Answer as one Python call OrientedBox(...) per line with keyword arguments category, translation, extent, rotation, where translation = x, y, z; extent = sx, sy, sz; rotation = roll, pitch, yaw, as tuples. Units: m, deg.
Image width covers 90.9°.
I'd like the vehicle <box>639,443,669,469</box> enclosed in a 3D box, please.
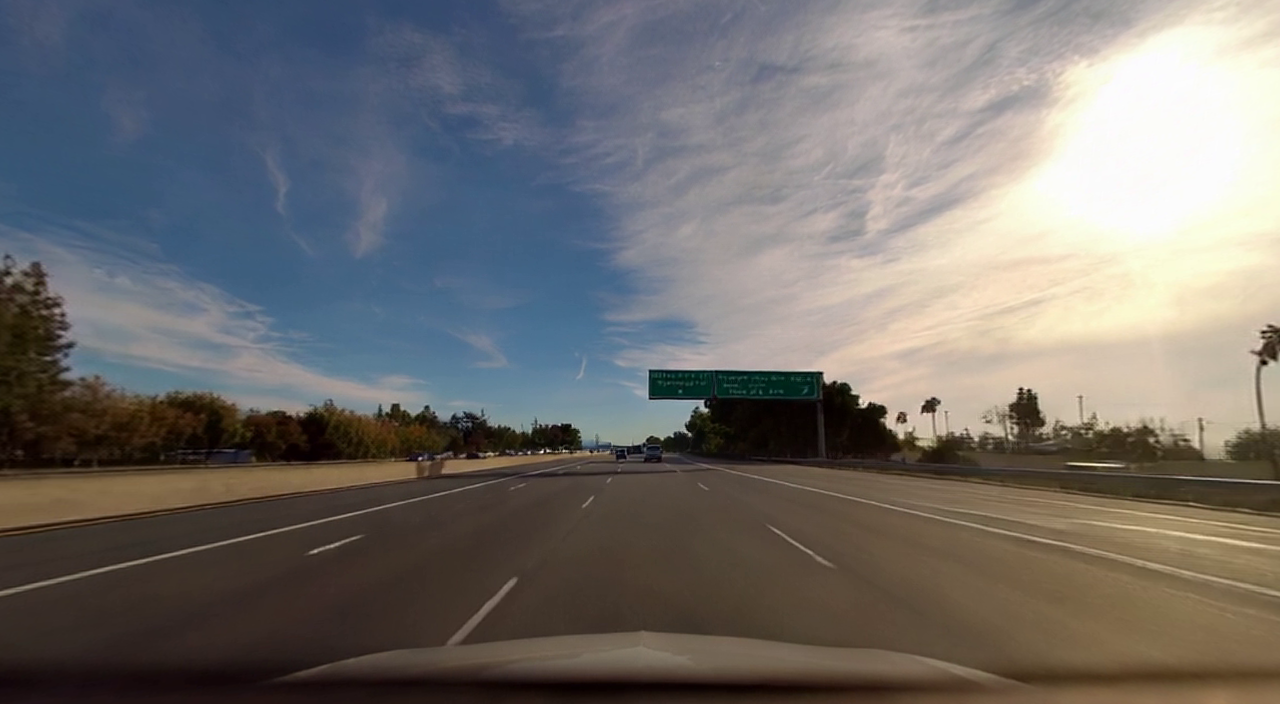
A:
OrientedBox(category="vehicle", translation=(1.073, 8.117, 49.513), extent=(2.219, 1.927, 4.409), rotation=(0, -9, 0))
